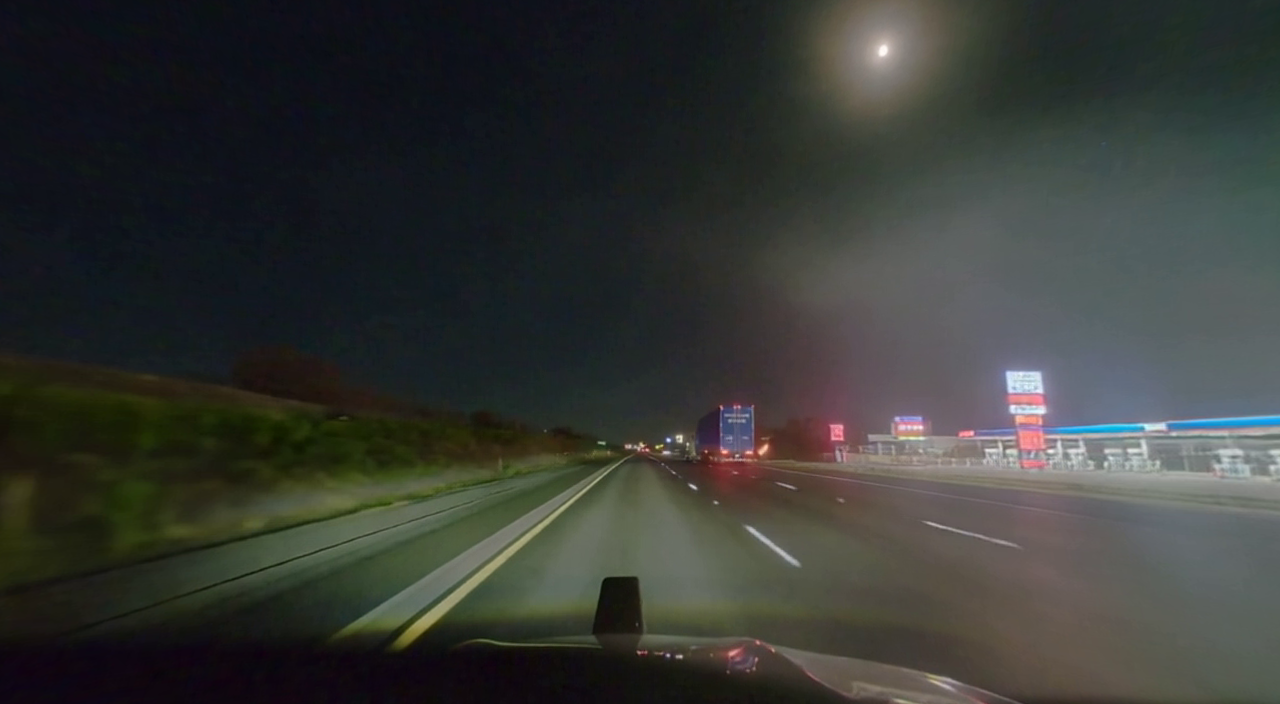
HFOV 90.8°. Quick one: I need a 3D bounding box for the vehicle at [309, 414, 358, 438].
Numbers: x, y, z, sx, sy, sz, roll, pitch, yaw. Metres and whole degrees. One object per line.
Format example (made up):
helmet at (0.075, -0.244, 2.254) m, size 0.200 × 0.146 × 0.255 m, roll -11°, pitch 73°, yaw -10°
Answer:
vehicle at (-20.665, 5.035, 42.655) m, size 1.600 × 1.445 × 3.580 m, roll 0°, pitch -8°, yaw -2°
